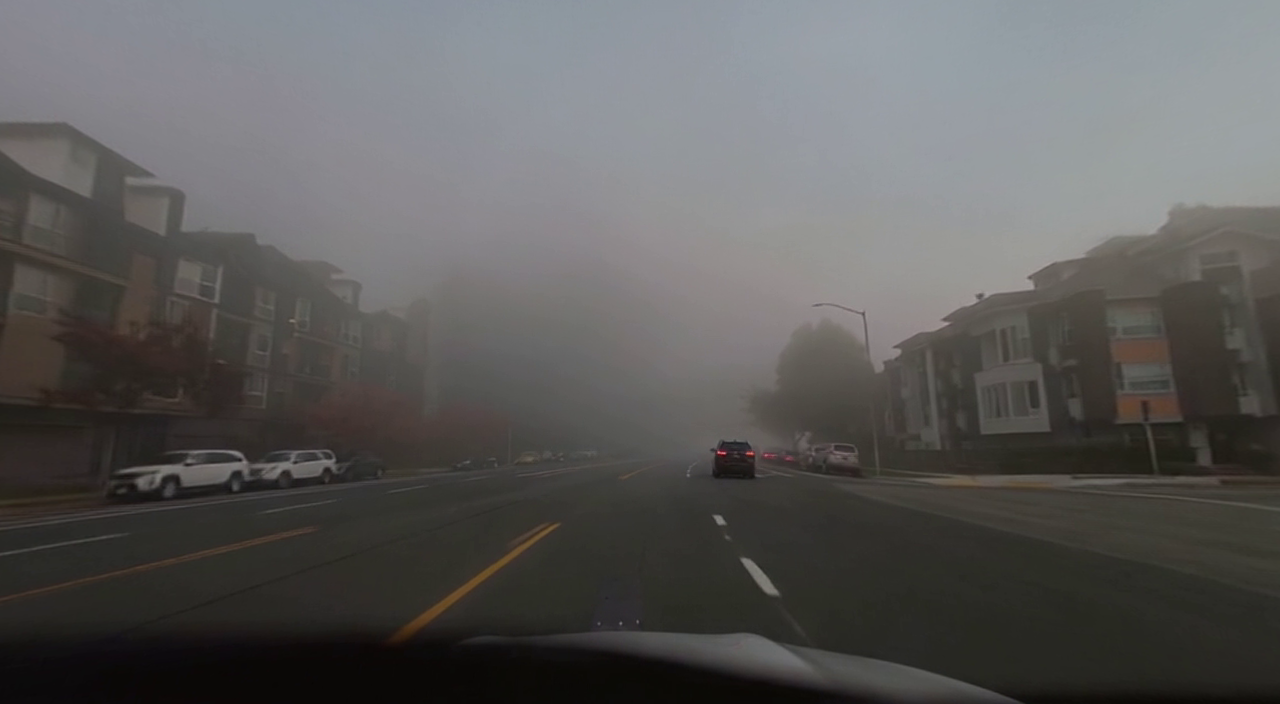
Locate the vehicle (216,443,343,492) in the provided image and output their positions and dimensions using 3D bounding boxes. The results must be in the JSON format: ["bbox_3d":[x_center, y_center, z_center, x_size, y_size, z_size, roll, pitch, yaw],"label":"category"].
[{"bbox_3d":[-16.347,5.223,29.155,2.194,2.022,5.828,-1,-8,3],"label":"vehicle"}]

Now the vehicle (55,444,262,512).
[{"bbox_3d":[-16.605,4.309,22.452,2.239,1.926,6.159,-2,-8,4],"label":"vehicle"}]

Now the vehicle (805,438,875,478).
[{"bbox_3d":[11.173,5.952,35.828,2.460,2.002,5.900,-1,-8,5],"label":"vehicle"}]

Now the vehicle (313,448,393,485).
[{"bbox_3d":[-15.763,6.254,34.956,2.014,1.734,4.651,-2,-8,4],"label":"vehicle"}]

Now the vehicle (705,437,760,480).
[{"bbox_3d":[4.118,4.824,28.932,2.085,1.763,4.490,-1,-8,3],"label":"vehicle"}]
